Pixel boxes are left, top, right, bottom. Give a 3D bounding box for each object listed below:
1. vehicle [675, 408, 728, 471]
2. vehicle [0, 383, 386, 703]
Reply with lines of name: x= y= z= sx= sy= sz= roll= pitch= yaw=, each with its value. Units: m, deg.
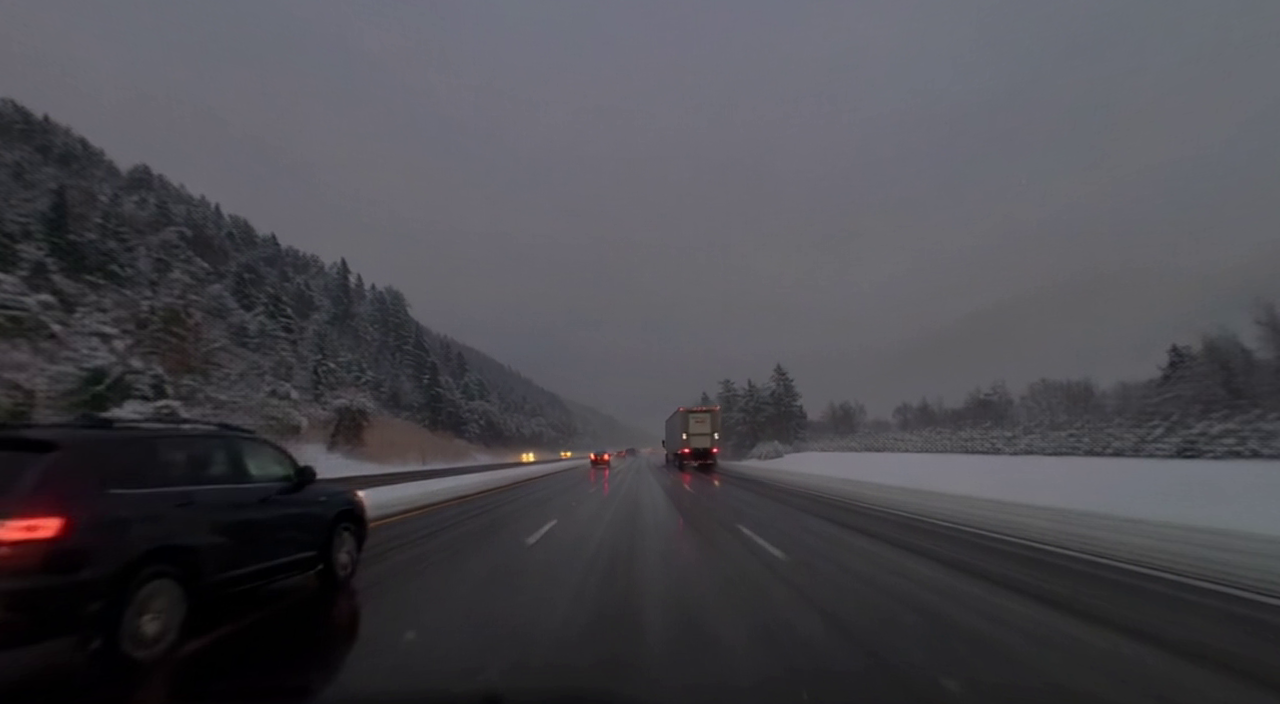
vehicle: x=4.073 y=5.993 z=42.942 sx=2.904 sy=4.001 sz=5.861 roll=0 pitch=-9 yaw=-1
vehicle: x=-3.335 y=1.123 z=3.758 sx=1.944 sy=1.548 sz=4.051 roll=0 pitch=-9 yaw=0
